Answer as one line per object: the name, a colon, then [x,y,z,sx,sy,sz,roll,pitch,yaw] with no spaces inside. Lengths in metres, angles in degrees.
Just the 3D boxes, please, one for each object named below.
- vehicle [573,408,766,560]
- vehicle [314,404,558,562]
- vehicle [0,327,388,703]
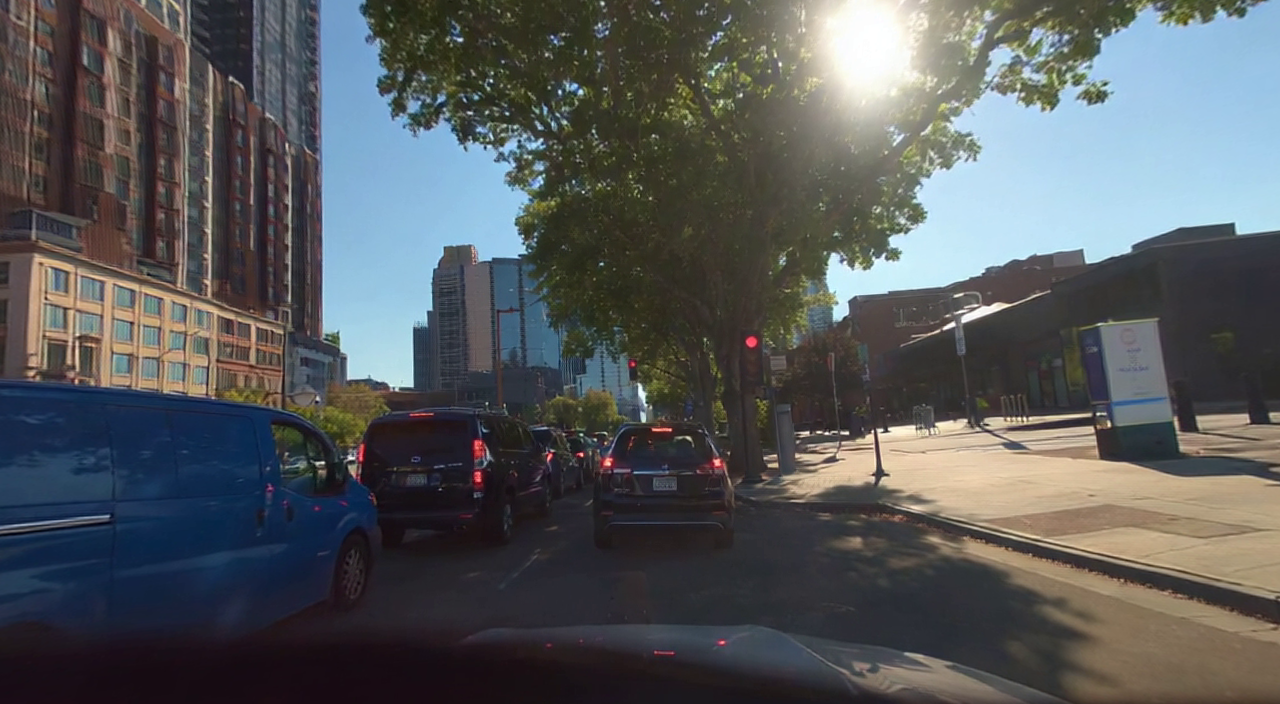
vehicle: [0.360,1.810,9.260,2.205,1.727,3.917,0,-8,1]
vehicle: [-2.650,1.842,9.610,2.124,1.799,4.587,0,-8,1]
vehicle: [-3.172,0.980,3.485,1.940,1.722,3.823,0,-8,0]
